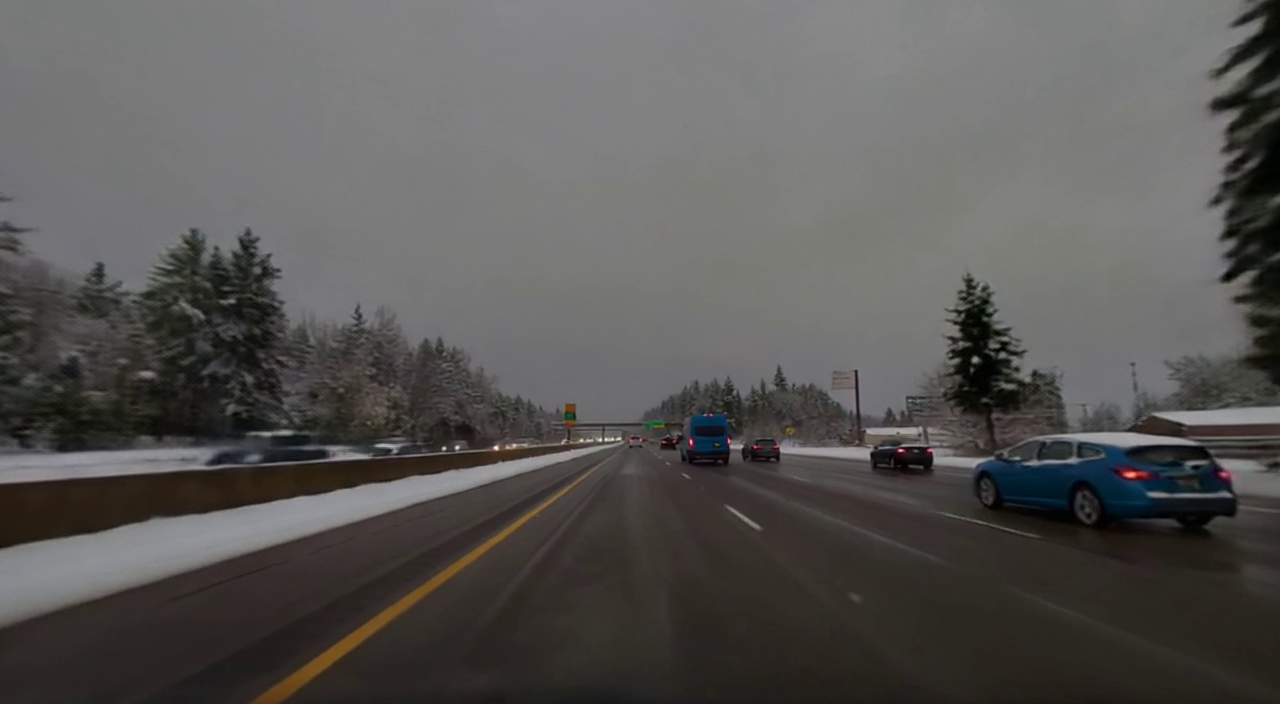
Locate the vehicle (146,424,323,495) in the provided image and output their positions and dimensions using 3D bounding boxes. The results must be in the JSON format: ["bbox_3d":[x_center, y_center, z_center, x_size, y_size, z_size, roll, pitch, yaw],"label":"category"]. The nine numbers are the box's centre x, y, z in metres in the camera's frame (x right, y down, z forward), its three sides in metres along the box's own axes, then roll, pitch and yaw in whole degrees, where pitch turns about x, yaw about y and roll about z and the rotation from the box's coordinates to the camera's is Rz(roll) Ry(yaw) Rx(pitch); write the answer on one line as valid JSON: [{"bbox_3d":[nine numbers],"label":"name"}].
[{"bbox_3d":[-13.998,3.744,22.317,2.442,2.115,5.788,-2,-8,0],"label":"vehicle"}]

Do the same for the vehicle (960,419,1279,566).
[{"bbox_3d":[6.941,1.820,9.050,2.003,1.517,4.936,0,-8,0],"label":"vehicle"}]

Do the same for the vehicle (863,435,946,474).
[{"bbox_3d":[11.124,4.320,26.686,1.874,1.496,3.586,0,-8,-1],"label":"vehicle"}]

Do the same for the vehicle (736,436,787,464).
[{"bbox_3d":[6.948,5.635,36.224,2.099,1.510,3.784,0,-8,-2],"label":"vehicle"}]

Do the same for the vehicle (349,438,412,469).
[{"bbox_3d":[-16.427,6.429,40.006,2.153,1.835,4.716,-1,-8,-2],"label":"vehicle"}]

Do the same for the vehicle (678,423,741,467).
[{"bbox_3d":[3.504,4.871,32.850,2.546,2.087,5.404,0,-8,-2],"label":"vehicle"}]
